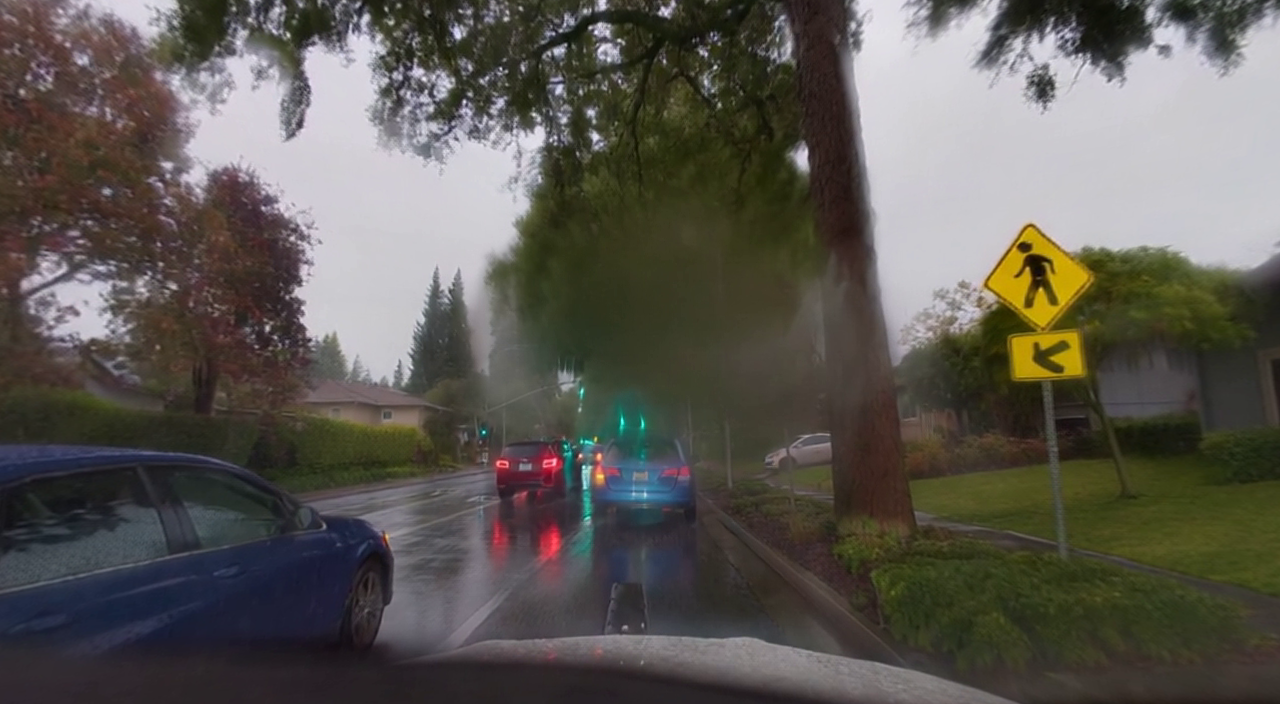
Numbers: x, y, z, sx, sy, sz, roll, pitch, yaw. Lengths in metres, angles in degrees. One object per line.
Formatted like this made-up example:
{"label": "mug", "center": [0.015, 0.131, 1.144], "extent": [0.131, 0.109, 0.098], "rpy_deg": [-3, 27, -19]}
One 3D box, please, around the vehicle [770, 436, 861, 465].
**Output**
{"label": "vehicle", "center": [9.515, 5.376, 34.442], "extent": [4.456, 1.504, 1.914], "rpy_deg": [-1, -9, 3]}

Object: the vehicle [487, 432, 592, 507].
{"label": "vehicle", "center": [-2.532, 3.089, 16.961], "extent": [2.000, 1.737, 4.133], "rpy_deg": [-1, -9, 2]}

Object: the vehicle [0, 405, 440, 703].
{"label": "vehicle", "center": [-2.861, 1.126, 3.328], "extent": [1.968, 1.472, 4.685], "rpy_deg": [0, -9, 1]}

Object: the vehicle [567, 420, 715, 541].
{"label": "vehicle", "center": [0.071, 2.154, 11.068], "extent": [2.120, 1.718, 3.909], "rpy_deg": [-1, -9, 2]}
